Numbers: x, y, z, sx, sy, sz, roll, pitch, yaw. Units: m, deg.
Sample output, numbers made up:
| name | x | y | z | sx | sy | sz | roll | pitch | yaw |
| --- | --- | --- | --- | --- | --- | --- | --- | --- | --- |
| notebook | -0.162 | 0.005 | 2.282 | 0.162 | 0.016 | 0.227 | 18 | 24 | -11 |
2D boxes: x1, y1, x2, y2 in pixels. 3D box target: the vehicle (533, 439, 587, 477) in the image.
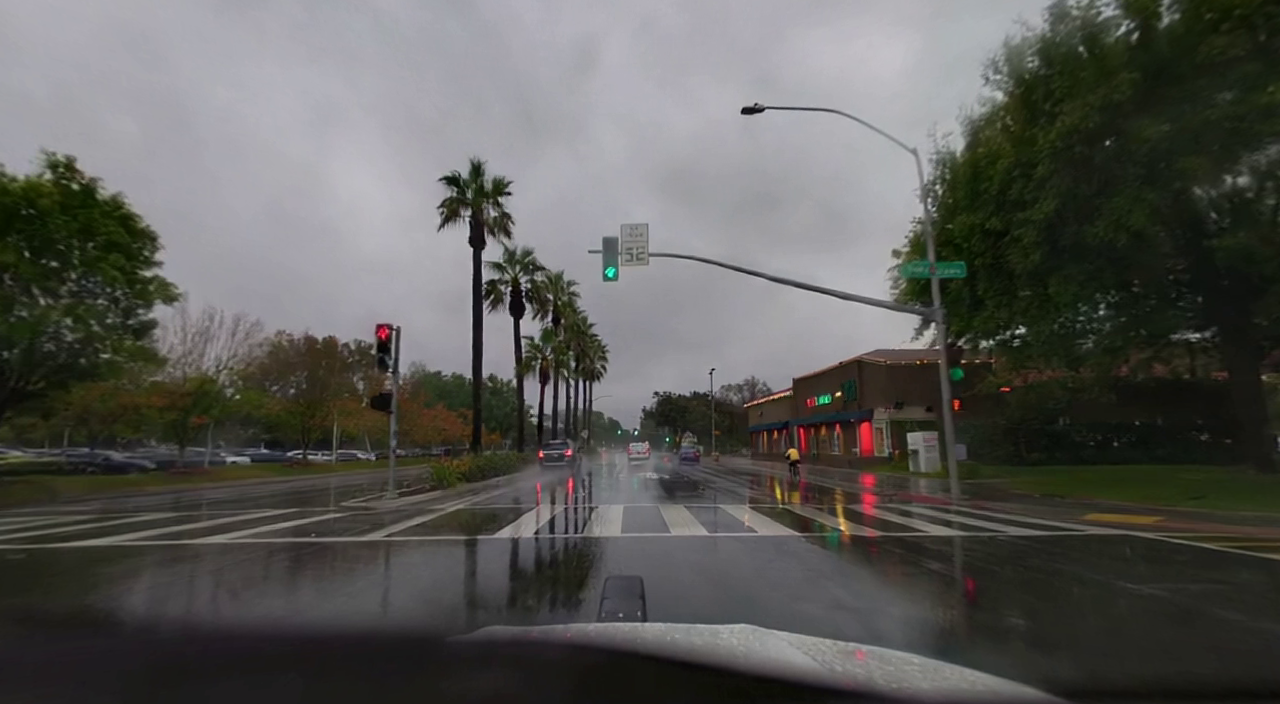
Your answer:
| name | x | y | z | sx | sy | sz | roll | pitch | yaw |
| --- | --- | --- | --- | --- | --- | --- | --- | --- | --- |
| vehicle | -3.905 | 5.268 | 31.645 | 2.071 | 1.744 | 4.500 | 0 | -8 | 1 |

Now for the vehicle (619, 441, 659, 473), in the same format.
| name | x | y | z | sx | sy | sz | roll | pitch | yaw |
| --- | --- | --- | --- | --- | --- | --- | --- | --- | --- |
| vehicle | -0.080 | 5.835 | 35.309 | 2.102 | 1.653 | 3.698 | 0 | -9 | -1 |

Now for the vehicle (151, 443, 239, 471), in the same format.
| name | x | y | z | sx | sy | sz | roll | pitch | yaw |
| --- | --- | --- | --- | --- | --- | --- | --- | --- | --- |
| vehicle | -34.381 | 8.139 | 48.891 | 5.109 | 2.014 | 2.269 | -2 | -10 | 2 |

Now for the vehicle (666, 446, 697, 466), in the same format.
| name | x | y | z | sx | sy | sz | roll | pitch | yaw |
| --- | --- | --- | --- | --- | --- | --- | --- | --- | --- |
| vehicle | 3.164 | 8.095 | 49.221 | 2.004 | 1.440 | 4.292 | 0 | -8 | -2 |
